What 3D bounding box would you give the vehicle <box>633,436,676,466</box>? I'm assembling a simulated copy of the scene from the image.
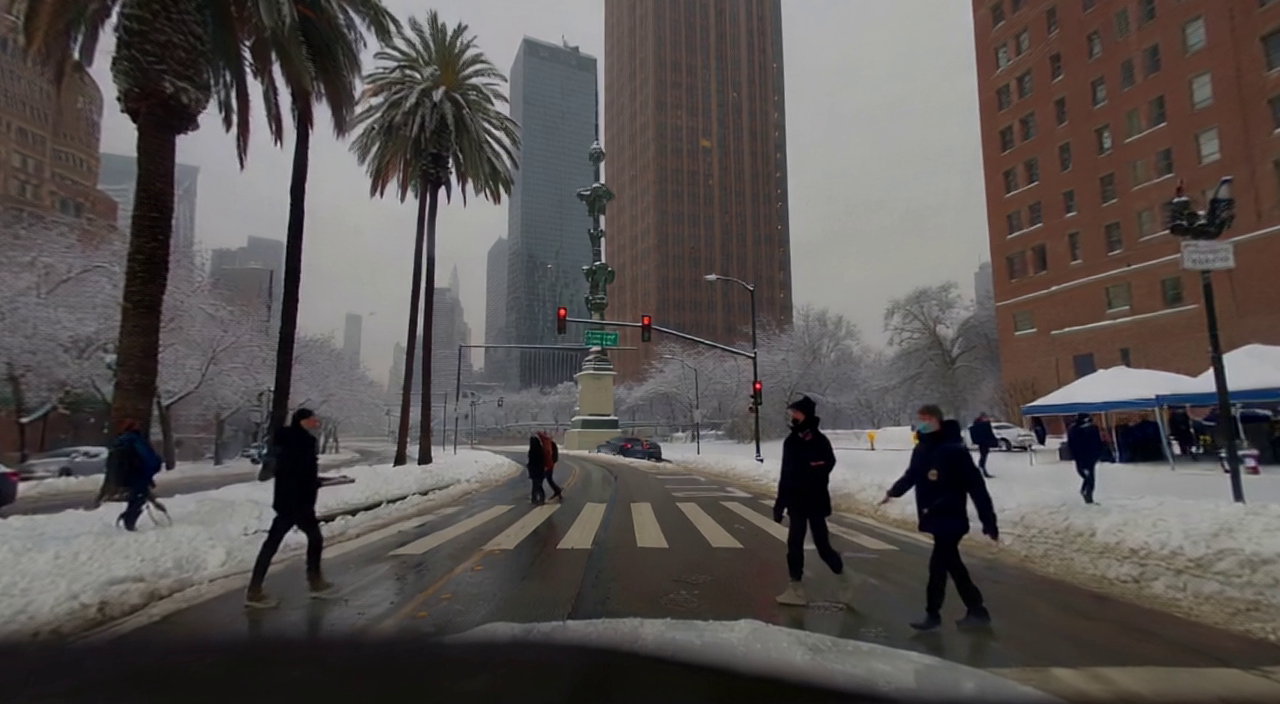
[{"bbox_3d":[0.981,7.279,46.553,2.322,2.071,5.366,1,-9,-9],"label":"vehicle"}]
